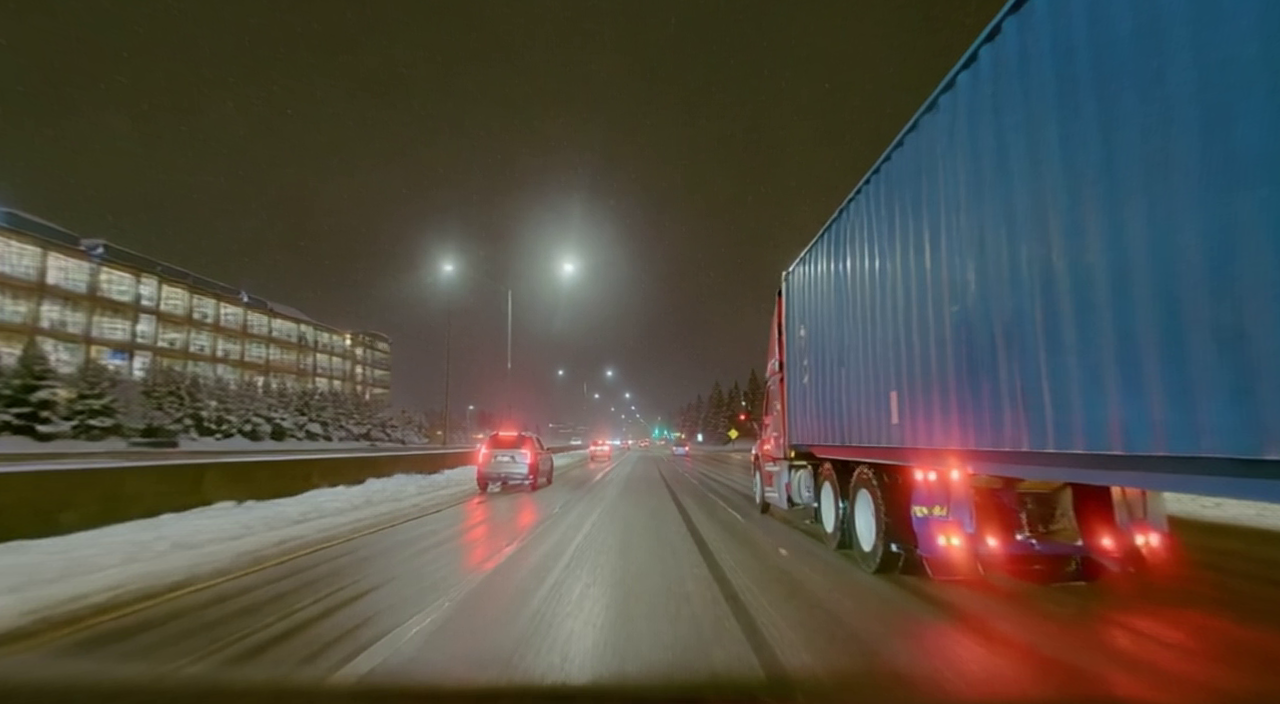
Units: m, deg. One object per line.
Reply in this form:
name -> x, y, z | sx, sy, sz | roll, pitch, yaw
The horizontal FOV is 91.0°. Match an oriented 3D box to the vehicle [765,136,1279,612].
vehicle -> 3.790, 0.551, 8.167 | 3.089, 3.779, 6.420 | 0, -9, 1

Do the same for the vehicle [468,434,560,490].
vehicle -> -3.730, 3.338, 19.419 | 1.954, 1.528, 4.010 | 1, -9, 0
